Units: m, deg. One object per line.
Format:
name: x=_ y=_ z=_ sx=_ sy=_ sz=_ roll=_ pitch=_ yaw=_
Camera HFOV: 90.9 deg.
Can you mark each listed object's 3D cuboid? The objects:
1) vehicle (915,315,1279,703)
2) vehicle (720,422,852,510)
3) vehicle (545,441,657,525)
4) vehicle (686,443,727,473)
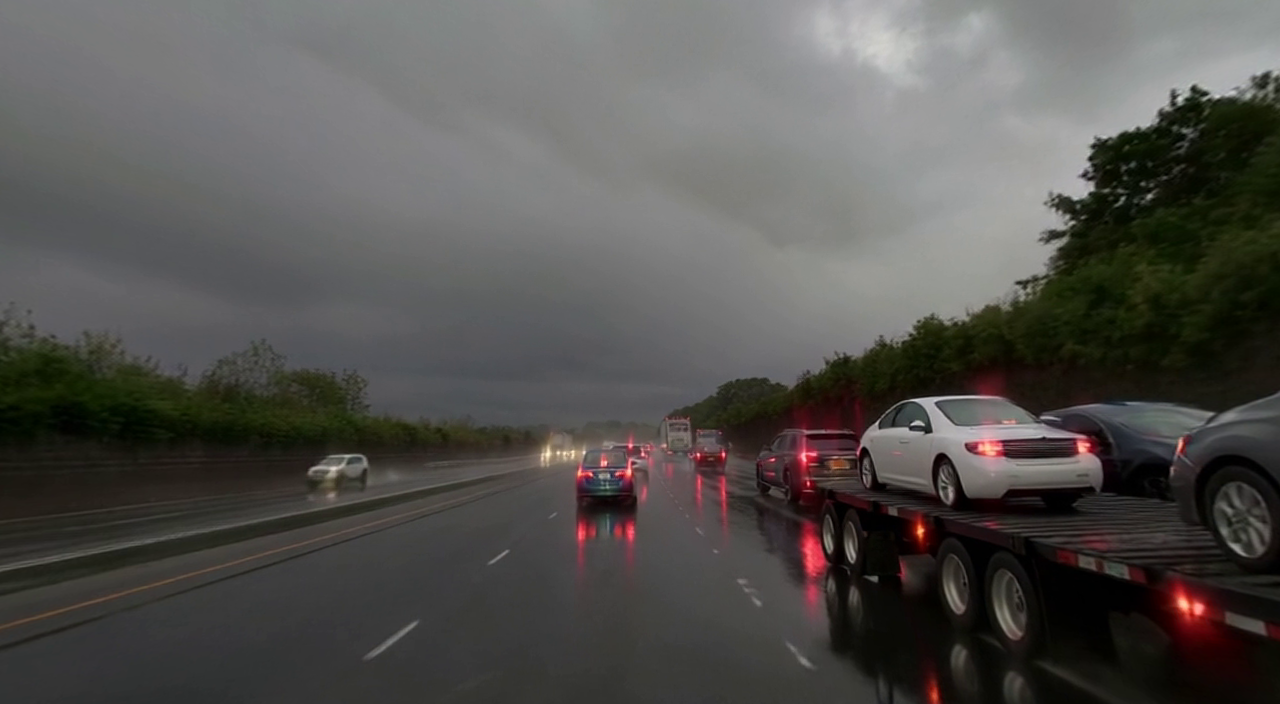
vehicle: x=3.476 y=0.899 z=3.377 sx=1.959 sy=1.783 sz=4.407 roll=0 pitch=-9 yaw=0
vehicle: x=3.406 y=2.773 z=15.615 sx=2.303 sy=1.889 sz=3.920 roll=0 pitch=-9 yaw=0
vehicle: x=-0.686 y=2.614 z=13.082 sx=1.991 sy=1.466 sz=3.675 roll=0 pitch=-9 yaw=0
vehicle: x=3.916 y=6.312 z=37.734 sx=1.938 sy=1.660 sz=4.223 roll=0 pitch=-9 yaw=0
